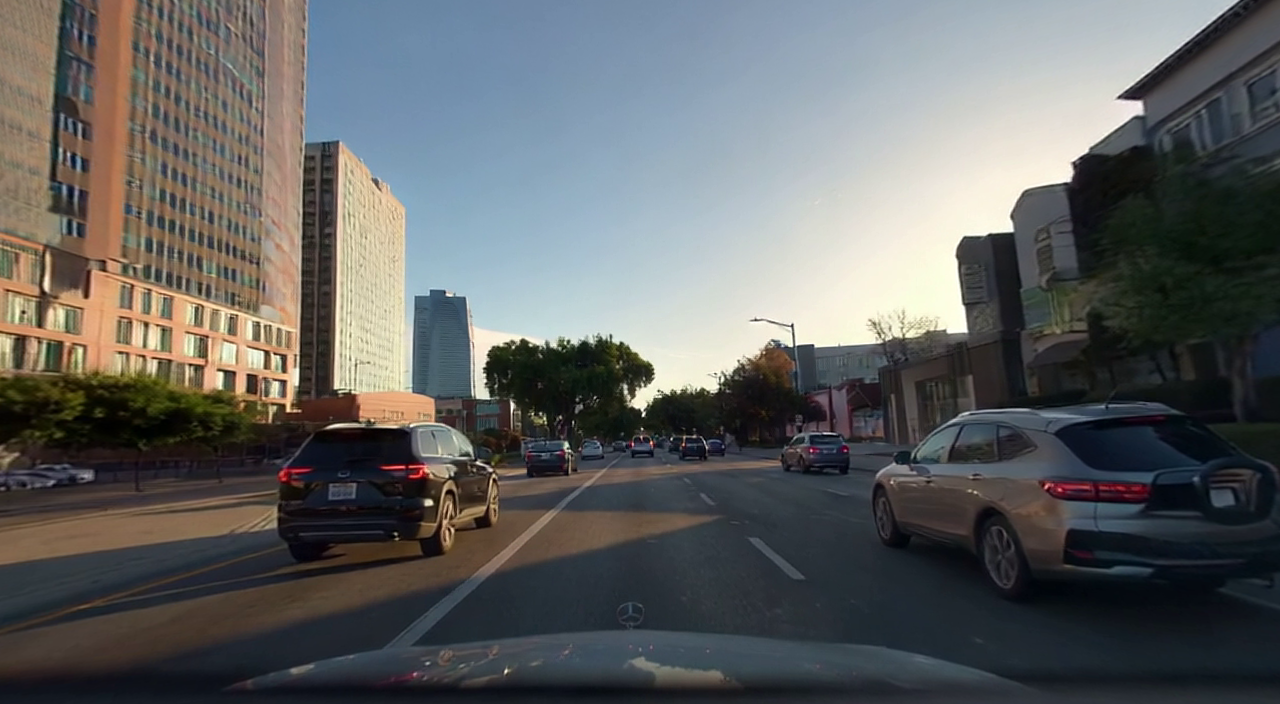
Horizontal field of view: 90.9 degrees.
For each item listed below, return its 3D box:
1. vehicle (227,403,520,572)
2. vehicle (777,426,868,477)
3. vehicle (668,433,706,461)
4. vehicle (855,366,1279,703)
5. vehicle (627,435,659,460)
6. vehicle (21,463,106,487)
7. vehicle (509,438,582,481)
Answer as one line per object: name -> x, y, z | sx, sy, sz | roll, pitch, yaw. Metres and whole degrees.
vehicle -> -3.177, 1.733, 8.768 | 2.141, 1.719, 4.379 | 0, -9, 0
vehicle -> 6.922, 3.843, 24.475 | 2.076, 1.793, 4.464 | 0, -9, -1
vehicle -> 3.190, 6.596, 43.582 | 2.178, 1.804, 4.766 | 0, -9, -1
vehicle -> 3.612, 1.235, 5.408 | 2.088, 1.666, 4.512 | -1, -9, 3
vehicle -> 0.187, 7.278, 47.956 | 2.304, 1.795, 4.526 | 0, -9, -1
vehicle -> -45.423, 9.669, 49.802 | 1.983, 1.679, 4.833 | -1, -9, 4
vehicle -> -3.427, 3.991, 23.648 | 2.036, 1.465, 4.301 | 0, -9, 1
